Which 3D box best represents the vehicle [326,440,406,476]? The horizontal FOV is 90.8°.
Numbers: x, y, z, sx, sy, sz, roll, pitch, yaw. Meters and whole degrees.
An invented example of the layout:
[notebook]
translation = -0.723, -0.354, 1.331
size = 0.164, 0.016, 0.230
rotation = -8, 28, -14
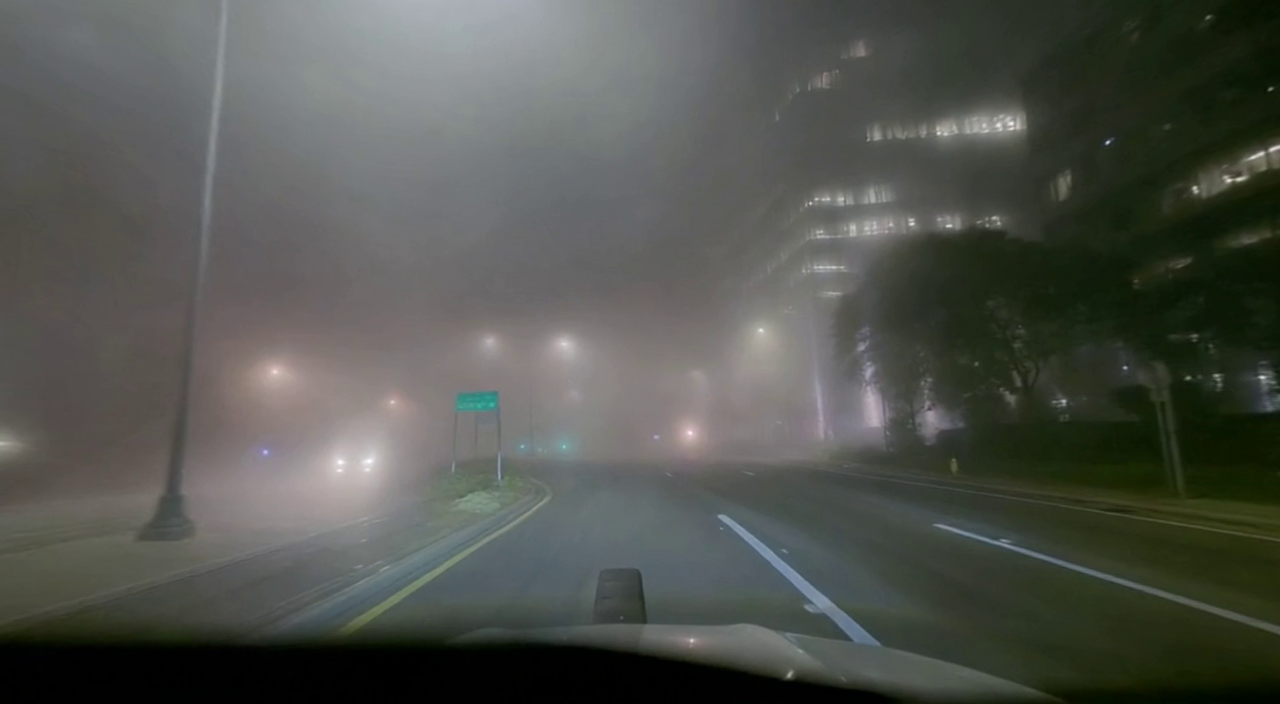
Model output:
[vehicle]
translation = -14.435, 5.608, 33.647
size = 2.105, 1.774, 4.800
rotation = 0, -8, 0
